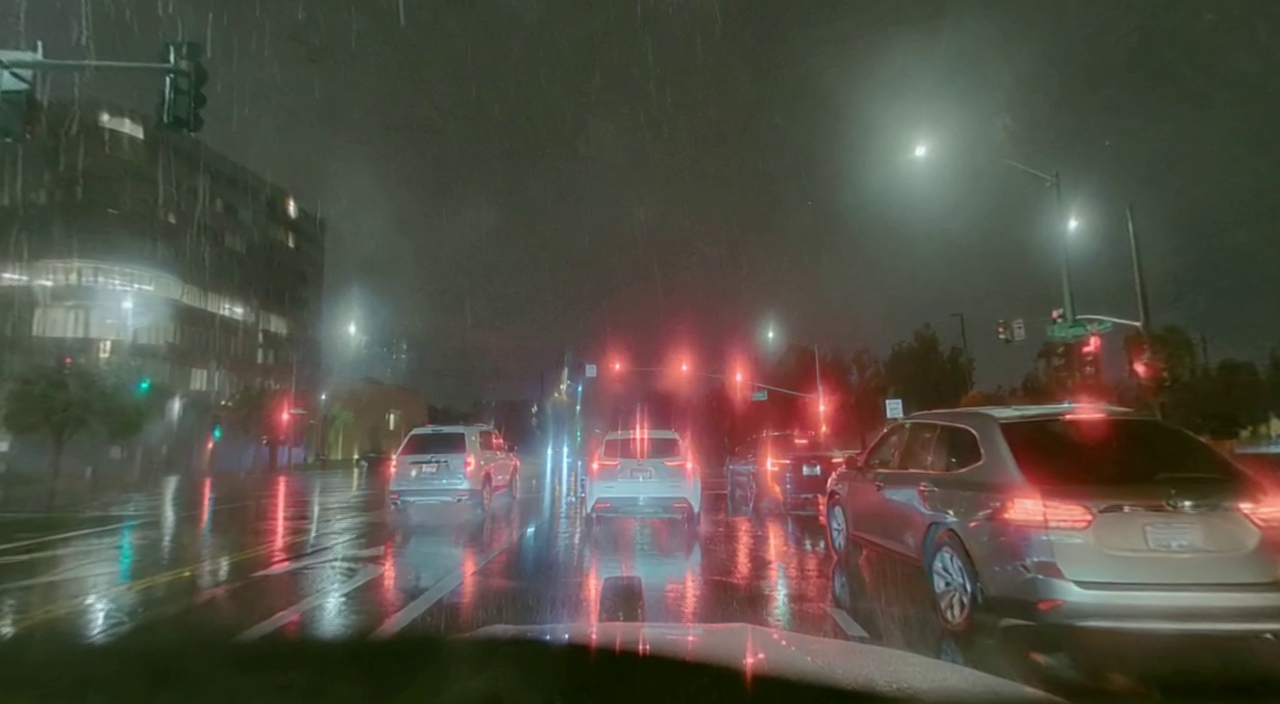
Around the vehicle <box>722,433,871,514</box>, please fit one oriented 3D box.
[{"bbox_3d":[3.153,2.557,13.794,2.001,1.463,4.398,0,-8,-2],"label":"vehicle"}]

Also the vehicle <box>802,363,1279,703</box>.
[{"bbox_3d":[3.022,1.218,5.283,2.103,1.701,4.294,0,-8,-1],"label":"vehicle"}]

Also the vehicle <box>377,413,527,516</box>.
[{"bbox_3d":[-3.774,2.349,13.628,2.021,1.837,4.448,0,-8,-2],"label":"vehicle"}]

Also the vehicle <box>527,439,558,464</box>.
[{"bbox_3d":[-6.919,7.102,45.283,2.037,1.705,4.677,1,-9,-7],"label":"vehicle"}]

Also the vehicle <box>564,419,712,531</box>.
[{"bbox_3d":[-0.080,2.128,11.436,2.188,1.637,4.027,0,-8,-1],"label":"vehicle"}]
